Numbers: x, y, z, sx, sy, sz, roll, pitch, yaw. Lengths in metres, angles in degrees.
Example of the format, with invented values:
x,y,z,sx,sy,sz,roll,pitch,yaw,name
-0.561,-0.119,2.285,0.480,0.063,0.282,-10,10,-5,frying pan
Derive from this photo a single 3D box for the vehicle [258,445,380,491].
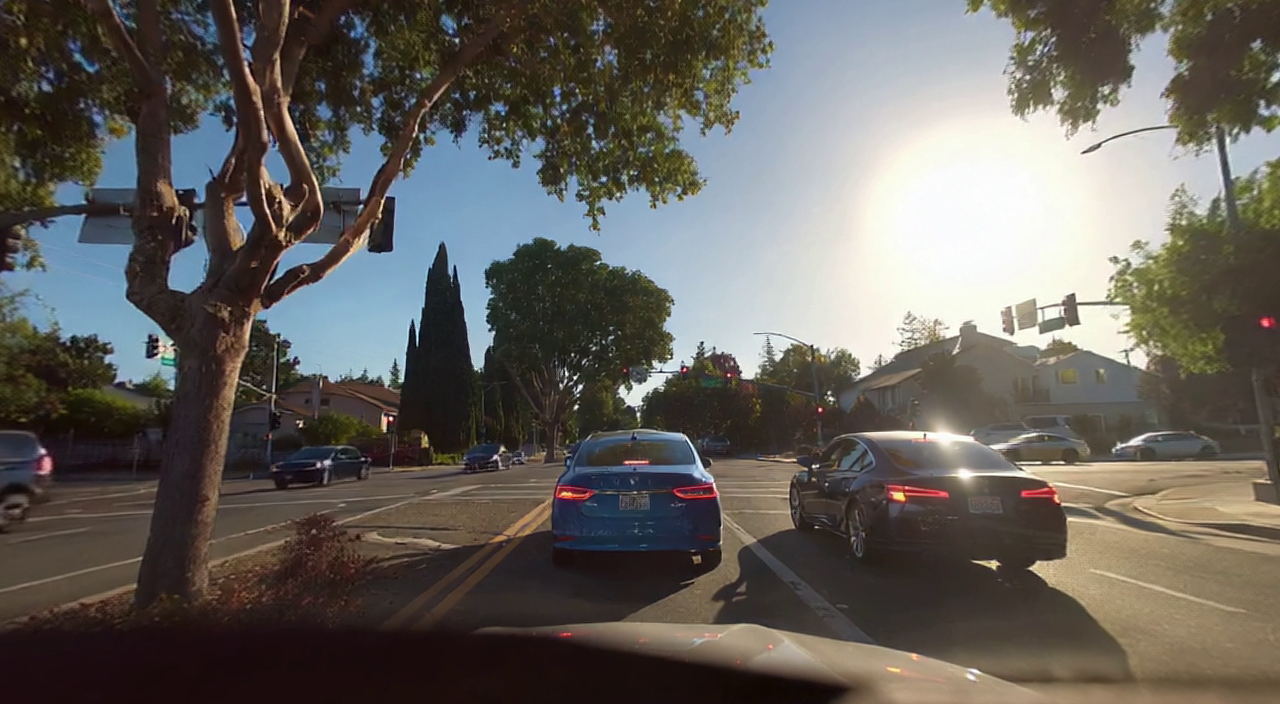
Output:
x,y,z,sx,sy,sz,roll,pitch,yaw,name
-11.408,4.133,22.877,2.125,1.476,4.385,0,-8,0,vehicle

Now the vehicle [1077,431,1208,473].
x,y,z,sx,sy,sz,roll,pitch,yaw,name
24.007,4.781,30.305,4.520,1.762,2.005,-2,-8,-1,vehicle

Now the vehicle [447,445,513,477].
x,y,z,sx,sy,sz,roll,pitch,yaw,name
-7.544,5.177,30.277,2.040,1.374,4.150,0,-8,1,vehicle

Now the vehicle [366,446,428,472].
x,y,z,sx,sy,sz,roll,pitch,yaw,name
-17.007,7.500,44.499,1.893,1.658,4.474,-2,-9,12,vehicle

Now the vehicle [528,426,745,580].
x,y,z,sx,sy,sz,roll,pitch,yaw,name
-0.045,1.780,8.251,2.103,1.478,4.073,0,-8,0,vehicle

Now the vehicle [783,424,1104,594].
x,y,z,sx,sy,sz,roll,pitch,yaw,name
3.189,1.718,7.768,1.913,1.505,4.097,0,-8,0,vehicle
